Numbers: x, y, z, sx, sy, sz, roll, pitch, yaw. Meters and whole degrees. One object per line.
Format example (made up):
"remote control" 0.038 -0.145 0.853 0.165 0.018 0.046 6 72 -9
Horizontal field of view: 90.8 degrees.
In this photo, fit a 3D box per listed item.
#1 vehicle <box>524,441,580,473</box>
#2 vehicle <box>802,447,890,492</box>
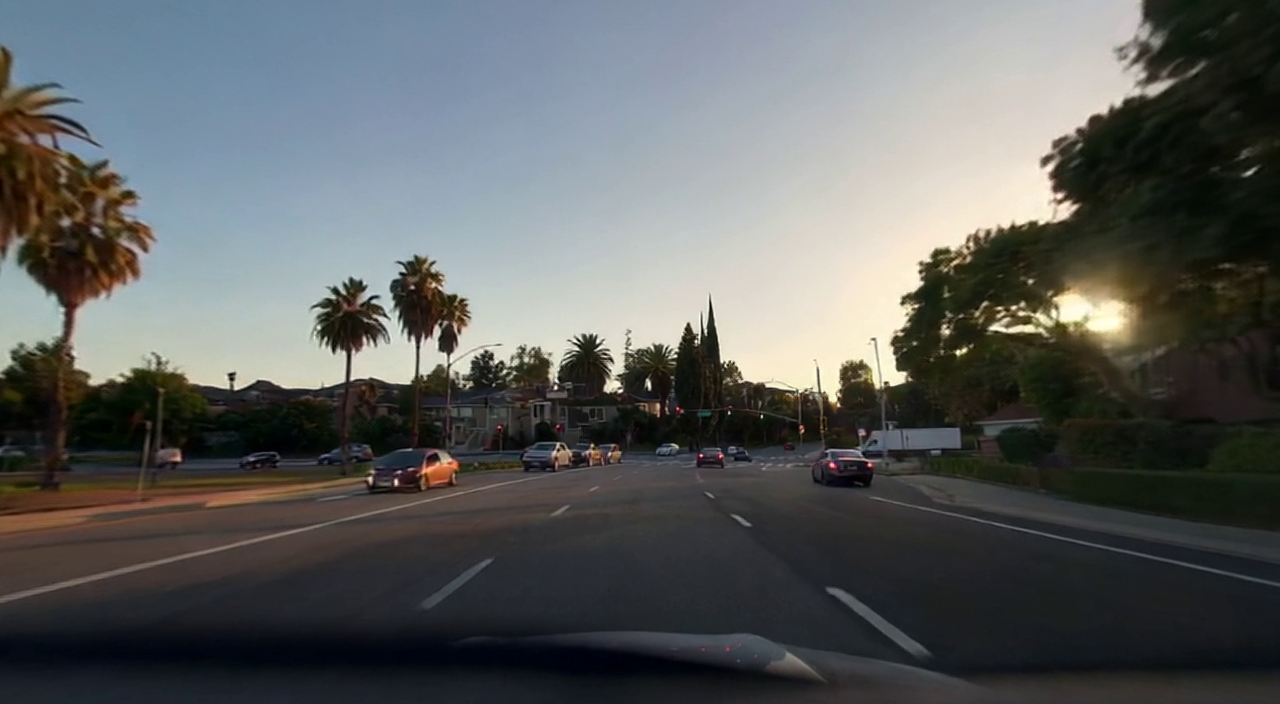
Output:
"vehicle" -5.108 6.182 37.445 2.072 1.738 4.757 -1 -9 8
"vehicle" 7.455 4.284 23.372 2.144 1.473 4.638 -1 -9 6
